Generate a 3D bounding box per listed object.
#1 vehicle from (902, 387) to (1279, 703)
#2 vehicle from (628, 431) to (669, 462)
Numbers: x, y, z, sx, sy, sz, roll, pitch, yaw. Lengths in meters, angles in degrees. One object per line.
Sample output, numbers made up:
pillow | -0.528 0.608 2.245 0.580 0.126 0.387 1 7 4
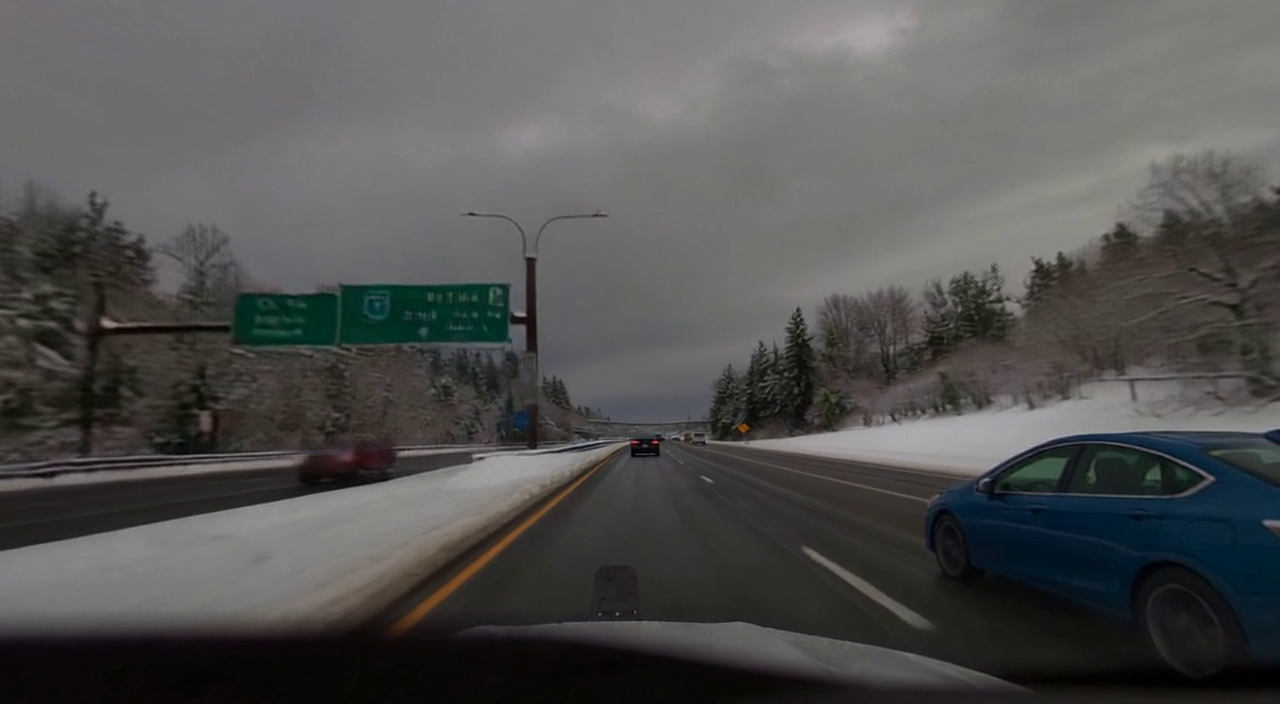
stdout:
vehicle | 3.608 1.064 3.885 1.981 1.467 4.459 0 -8 -1
vehicle | 0.387 4.972 33.410 2.046 1.526 3.903 0 -8 -1
